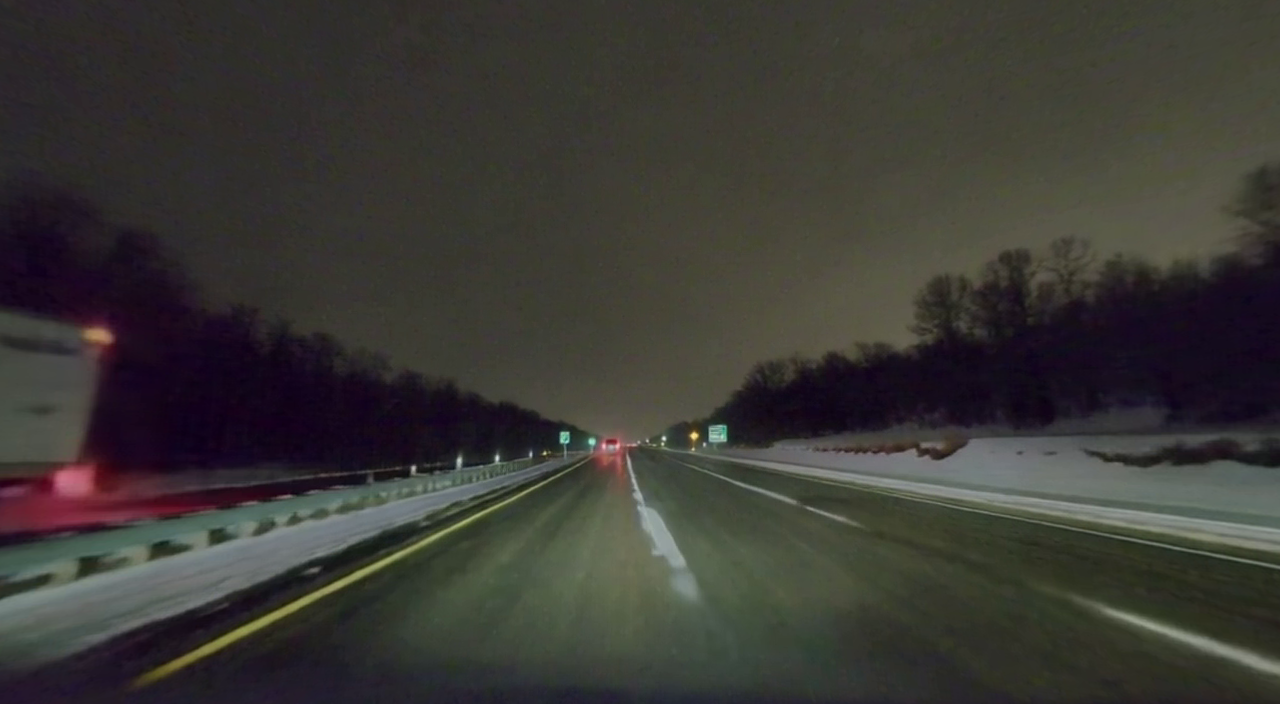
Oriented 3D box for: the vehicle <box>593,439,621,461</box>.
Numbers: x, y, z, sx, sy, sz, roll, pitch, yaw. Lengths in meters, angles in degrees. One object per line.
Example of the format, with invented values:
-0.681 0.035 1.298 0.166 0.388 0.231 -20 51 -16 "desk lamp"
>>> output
-2.489 7.472 48.052 2.009 1.554 4.013 0 -8 -1 "vehicle"
